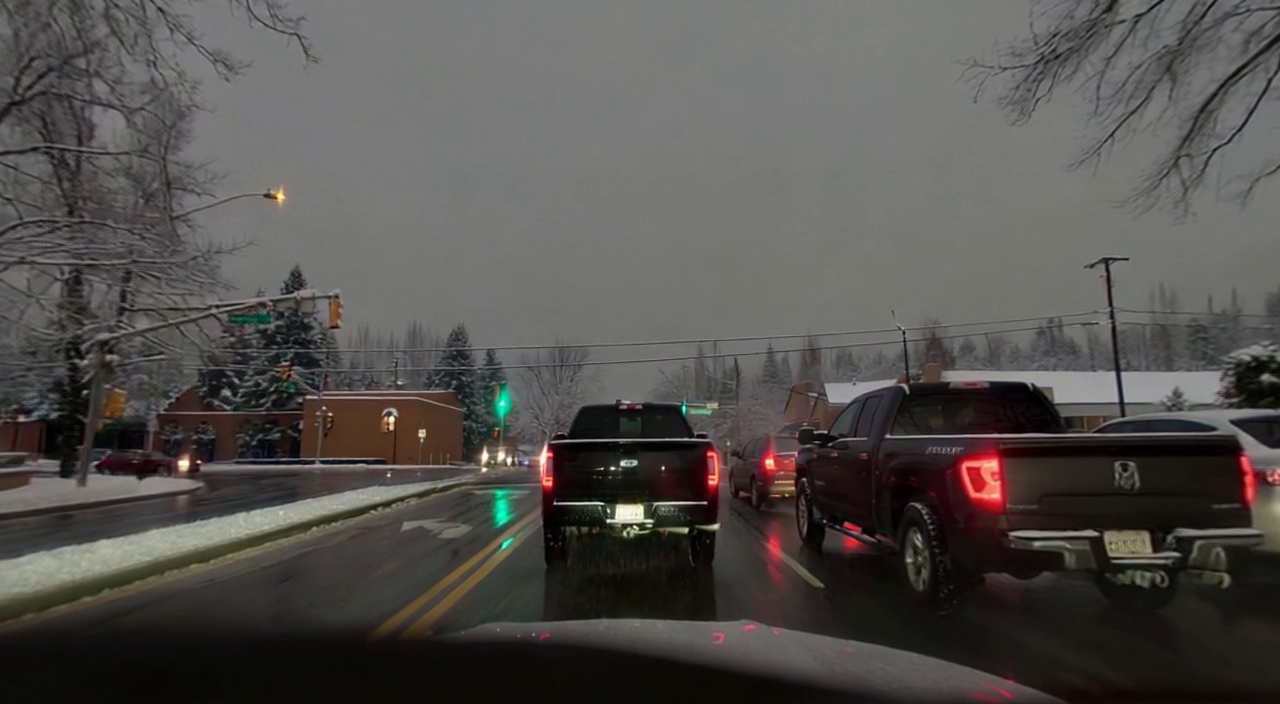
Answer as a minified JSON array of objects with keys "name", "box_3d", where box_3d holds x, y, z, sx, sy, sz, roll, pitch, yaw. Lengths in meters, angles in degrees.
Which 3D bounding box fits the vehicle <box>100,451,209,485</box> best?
[{"name":"vehicle","box_3d":[-26.423,6.293,34.590,4.437,1.669,1.936,5,-10,-31]}]

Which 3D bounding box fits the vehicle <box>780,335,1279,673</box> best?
[{"name":"vehicle","box_3d":[3.333,1.280,6.556,2.412,1.953,5.682,0,-9,-1]}]

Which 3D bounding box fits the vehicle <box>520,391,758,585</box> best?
[{"name":"vehicle","box_3d":[-0.054,1.656,8.556,2.240,1.821,5.001,0,-9,-1]}]
